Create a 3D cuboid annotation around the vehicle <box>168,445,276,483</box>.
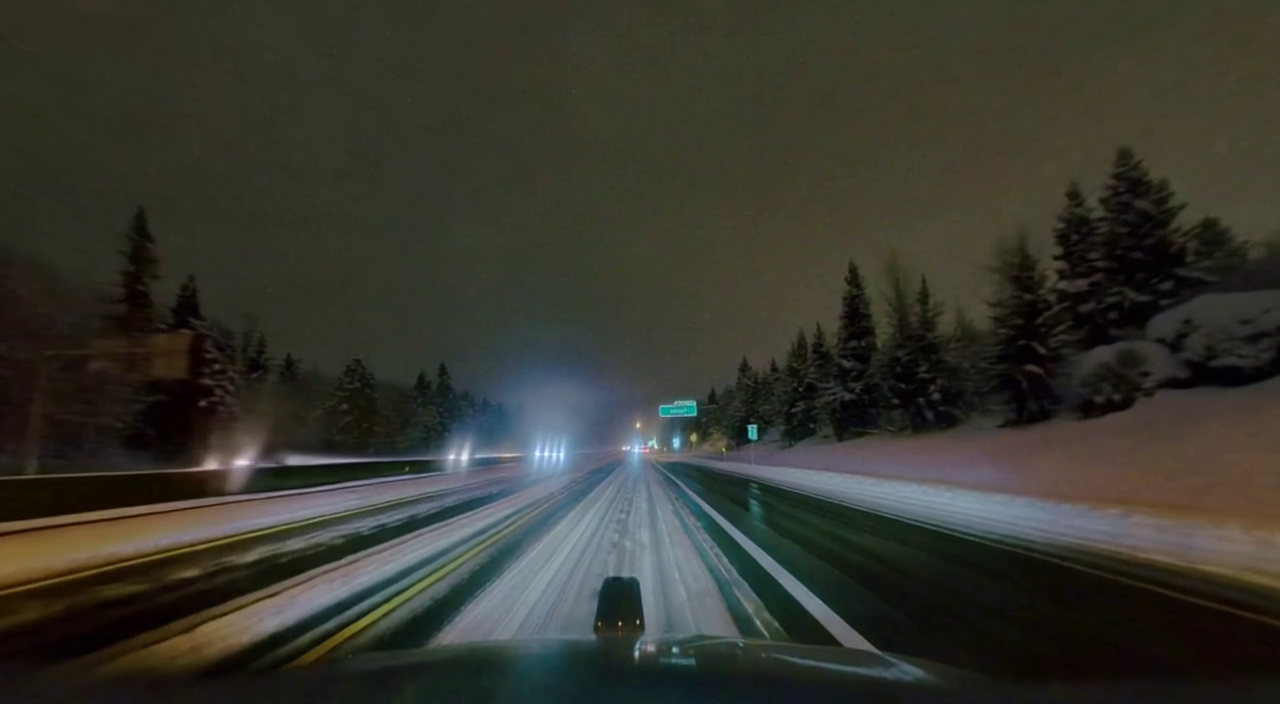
[{"bbox_3d":[-17.856,4.766,27.217,1.889,1.483,3.991,0,-9,0],"label":"vehicle"}]
